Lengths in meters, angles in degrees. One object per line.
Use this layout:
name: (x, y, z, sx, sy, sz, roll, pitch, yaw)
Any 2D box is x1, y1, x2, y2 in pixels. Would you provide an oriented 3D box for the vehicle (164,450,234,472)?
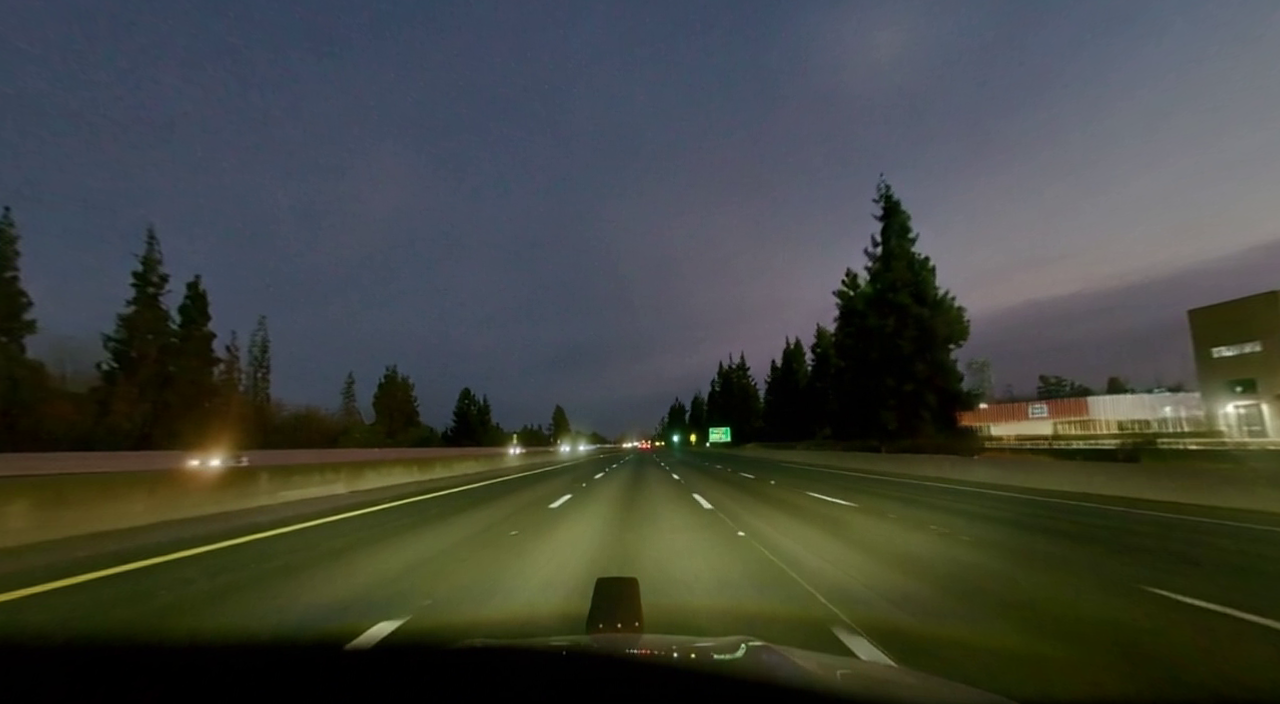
vehicle: (-32.367, 7.963, 46.386, 1.846, 1.509, 4.539, 0, -9, 1)
